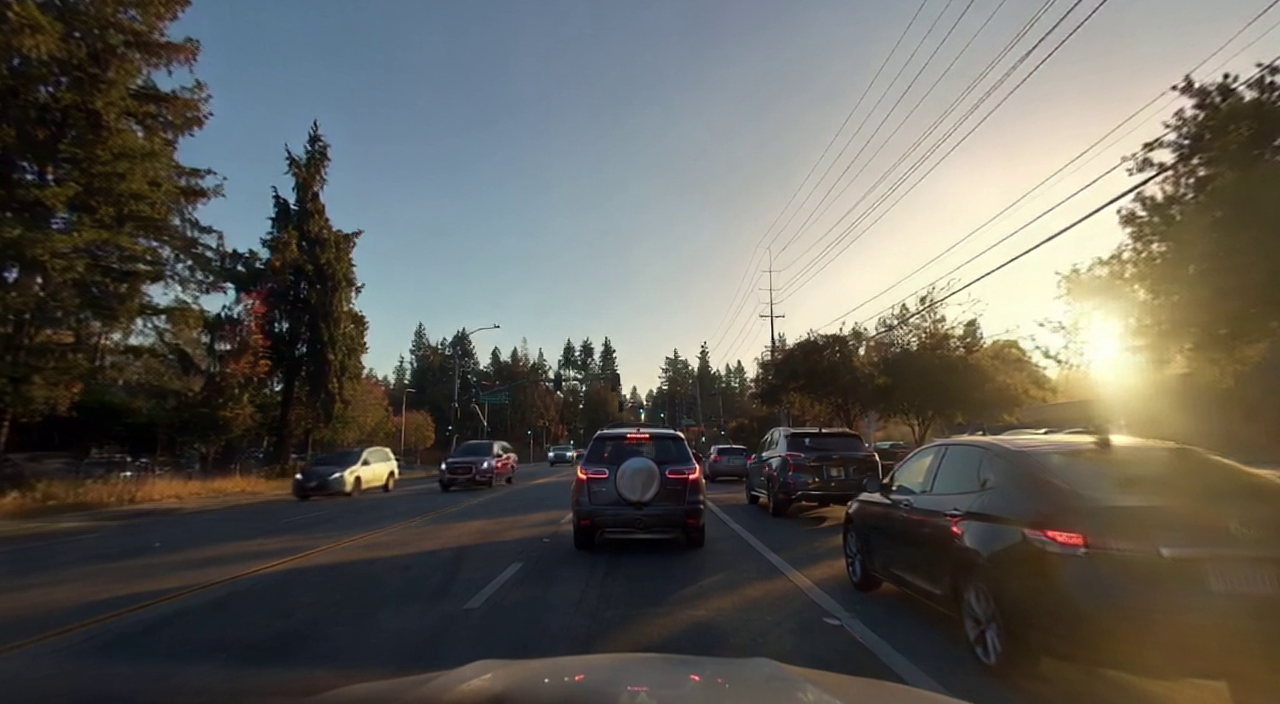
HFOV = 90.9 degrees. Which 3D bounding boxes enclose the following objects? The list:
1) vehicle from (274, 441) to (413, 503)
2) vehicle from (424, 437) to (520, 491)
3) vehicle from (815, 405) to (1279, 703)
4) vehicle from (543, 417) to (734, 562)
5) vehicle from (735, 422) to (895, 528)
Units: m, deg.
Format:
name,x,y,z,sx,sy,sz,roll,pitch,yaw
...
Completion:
name,x,y,z,sx,sy,sz,roll,pitch,yaw
vehicle,-9.874,4.005,21.566,2.230,1.831,4.941,-1,-8,1
vehicle,-6.312,4.264,24.391,2.328,1.861,4.891,0,-8,1
vehicle,2.876,1.267,4.622,1.950,1.487,4.275,0,-8,0
vehicle,-0.005,1.894,9.408,2.200,1.653,4.127,0,-8,0
vehicle,3.158,2.306,12.329,1.914,1.698,4.049,0,-8,0
